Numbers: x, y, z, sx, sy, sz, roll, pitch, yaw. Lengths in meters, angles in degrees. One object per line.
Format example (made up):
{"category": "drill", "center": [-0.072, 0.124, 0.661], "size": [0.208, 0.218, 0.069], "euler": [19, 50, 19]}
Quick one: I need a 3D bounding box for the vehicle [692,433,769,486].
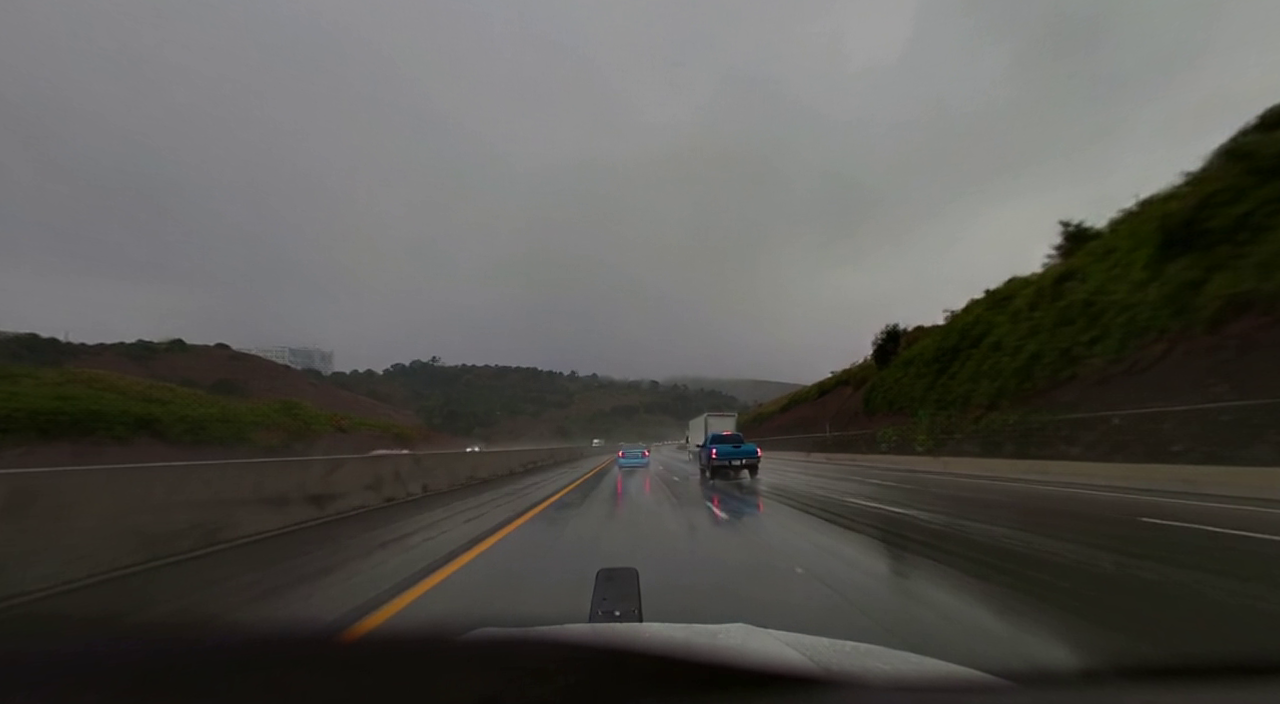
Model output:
{"category": "vehicle", "center": [3.311, 4.041, 24.037], "size": [2.098, 1.794, 4.561], "euler": [0, -9, -2]}

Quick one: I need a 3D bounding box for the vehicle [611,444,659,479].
{"category": "vehicle", "center": [-0.261, 5.093, 29.613], "size": [2.083, 1.477, 3.965], "euler": [0, -9, -1]}
